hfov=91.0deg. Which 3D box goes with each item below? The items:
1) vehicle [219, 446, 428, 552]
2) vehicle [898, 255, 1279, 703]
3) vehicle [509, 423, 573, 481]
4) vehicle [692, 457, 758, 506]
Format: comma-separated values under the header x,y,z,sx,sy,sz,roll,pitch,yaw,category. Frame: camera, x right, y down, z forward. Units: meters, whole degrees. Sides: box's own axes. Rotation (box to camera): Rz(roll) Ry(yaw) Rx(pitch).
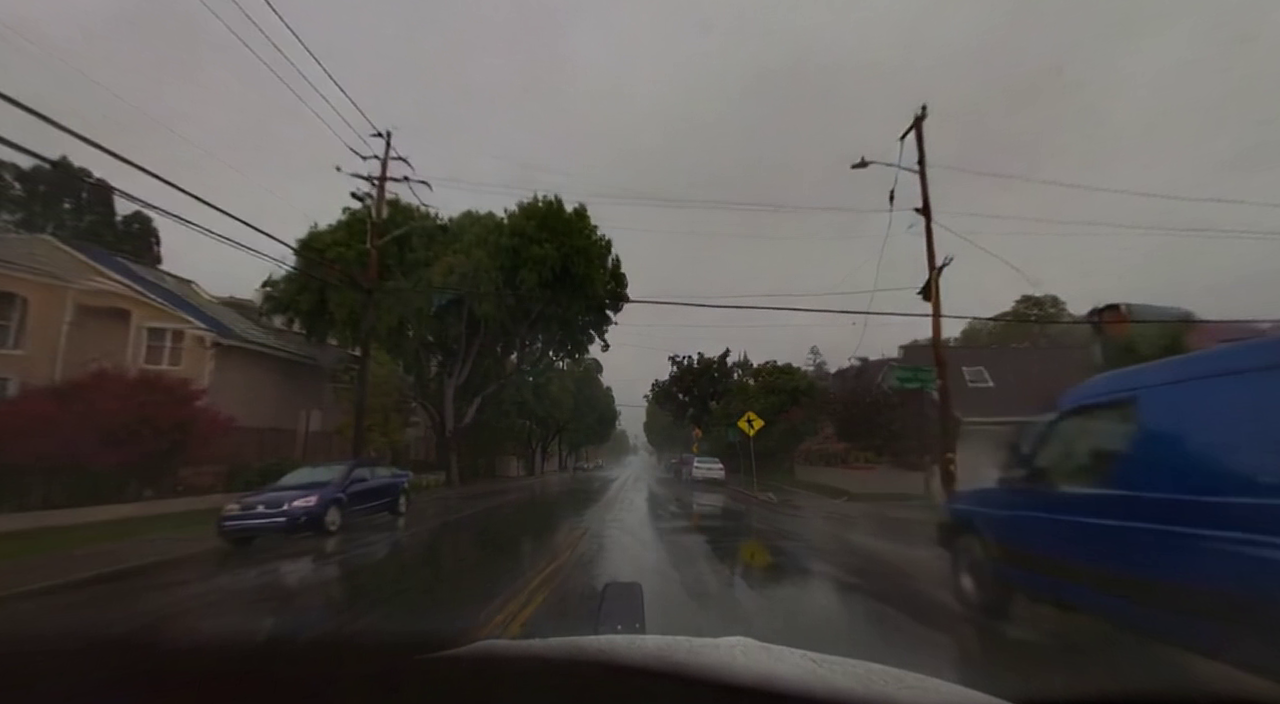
x,y,z,sx,sy,sz,roll,pitch,yaw,category
-6.486,2.994,13.698,2.057,1.632,4.730,-1,-6,1,vehicle
3.195,0.726,2.542,2.145,1.935,5.054,0,-8,0,vehicle
-6.652,6.974,43.481,3.115,3.562,7.695,-2,-10,1,vehicle
3.304,5.132,25.379,2.010,1.661,4.615,0,-8,0,vehicle
